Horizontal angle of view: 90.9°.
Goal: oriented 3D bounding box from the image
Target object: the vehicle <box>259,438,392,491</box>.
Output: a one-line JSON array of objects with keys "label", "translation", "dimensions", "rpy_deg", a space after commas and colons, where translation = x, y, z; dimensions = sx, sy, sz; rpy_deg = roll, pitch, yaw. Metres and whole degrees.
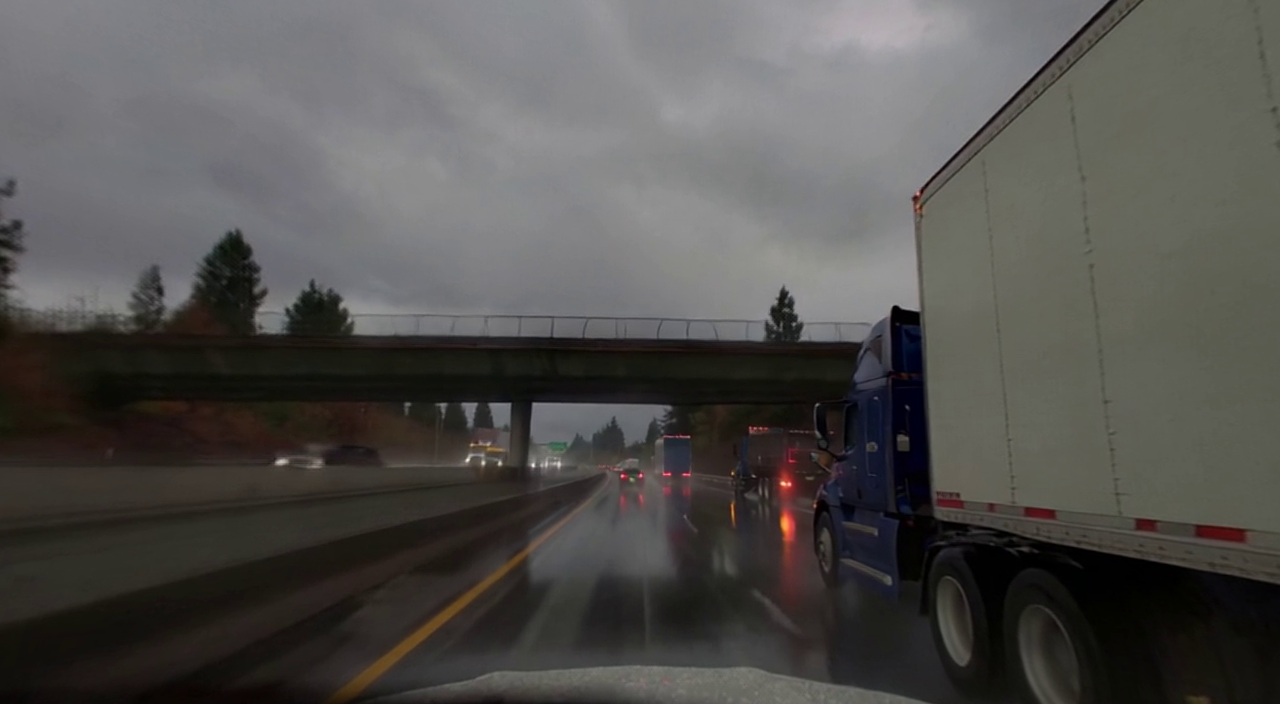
[{"label": "vehicle", "translation": [-9.865, 3.626, 20.220], "dimensions": [2.057, 1.495, 4.294], "rpy_deg": [1, -11, -1]}]

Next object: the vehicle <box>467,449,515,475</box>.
[{"label": "vehicle", "translation": [-10.527, 7.838, 44.820], "dimensions": [2.207, 1.713, 4.723], "rpy_deg": [1, -11, 0]}]

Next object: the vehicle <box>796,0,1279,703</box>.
[{"label": "vehicle", "translation": [3.732, -0.305, 1.805], "dimensions": [2.831, 4.150, 14.519], "rpy_deg": [1, -11, 0]}]

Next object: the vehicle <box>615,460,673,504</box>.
[{"label": "vehicle", "translation": [0.146, 5.075, 24.736], "dimensions": [2.067, 1.552, 3.601], "rpy_deg": [1, -11, 0]}]
